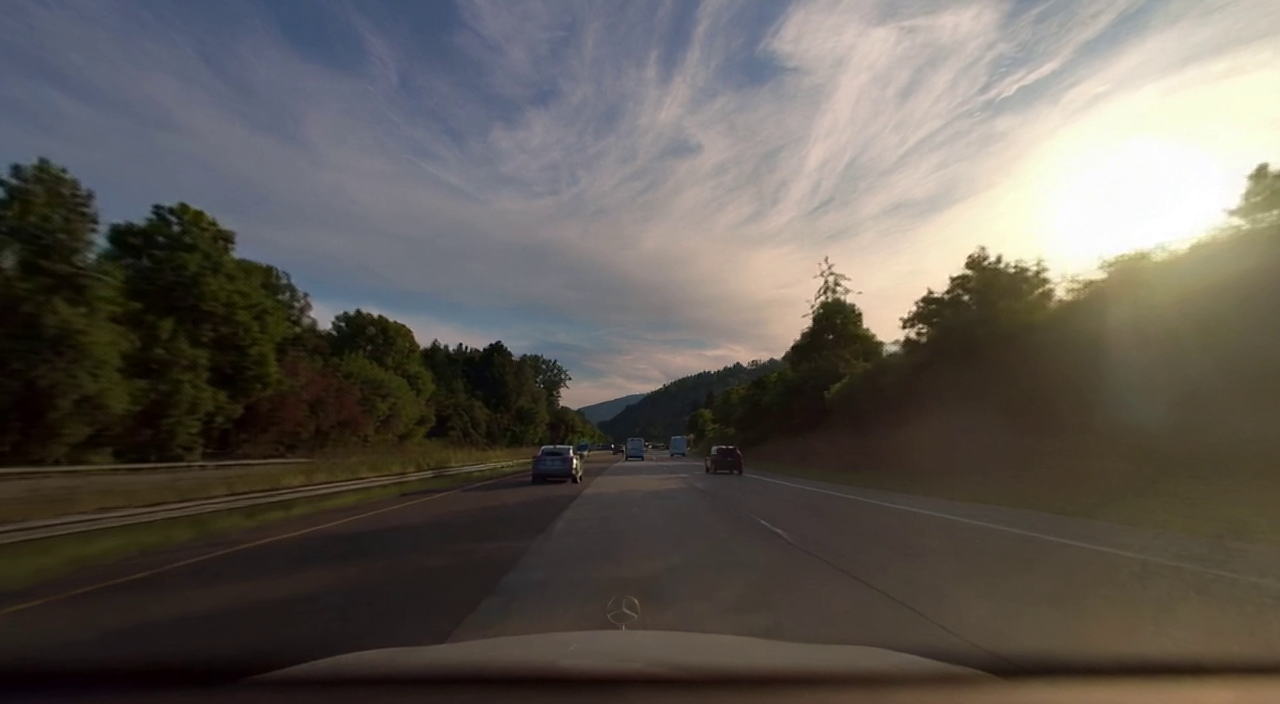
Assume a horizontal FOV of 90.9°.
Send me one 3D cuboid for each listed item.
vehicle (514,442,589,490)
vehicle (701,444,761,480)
[{"bbox_3d":[-2.939,3.909,21.907,2.053,1.483,4.185,0,-9,-1],"label":"vehicle"},{"bbox_3d":[3.932,4.806,27.790,1.926,1.483,3.528,0,-9,-3],"label":"vehicle"}]
